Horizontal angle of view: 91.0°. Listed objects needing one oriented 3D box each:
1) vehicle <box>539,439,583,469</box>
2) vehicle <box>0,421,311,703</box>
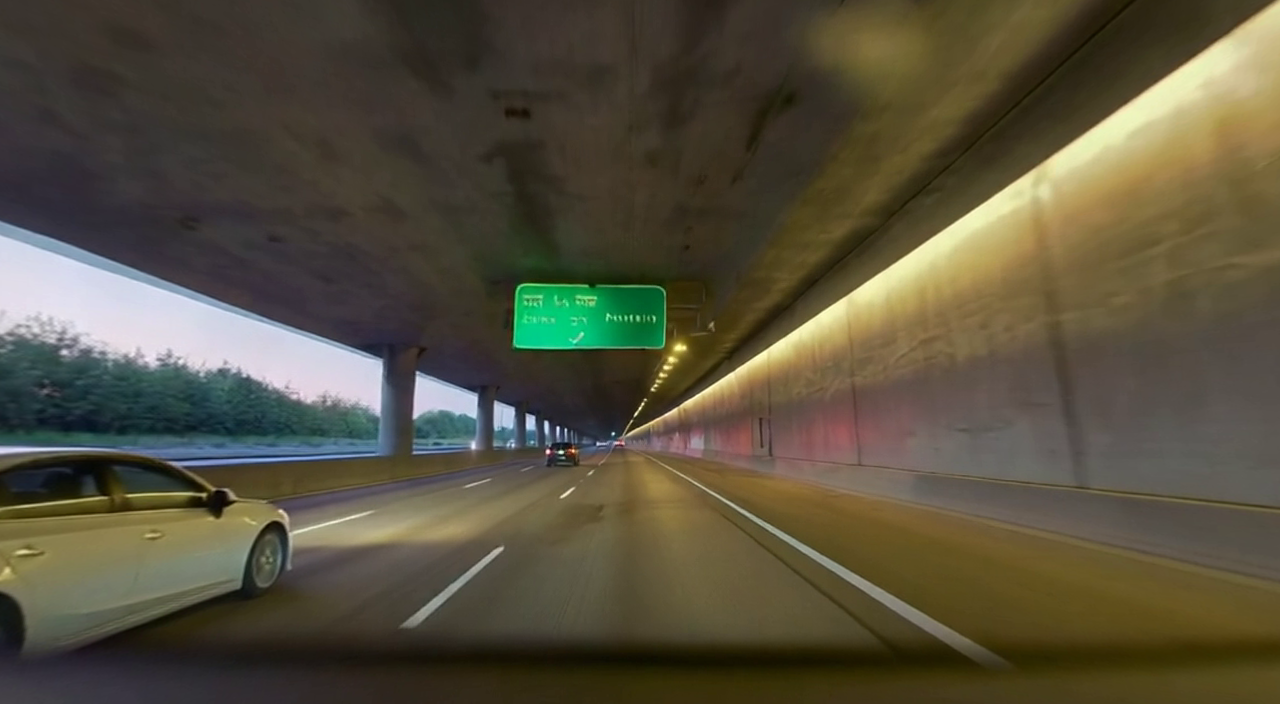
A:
[{"bbox_3d":[-4.272,5.585,34.753,1.973,1.474,4.199,-1,-8,-1],"label":"vehicle"},{"bbox_3d":[-3.955,1.144,3.570,1.885,1.424,4.230,-1,-8,0],"label":"vehicle"}]
